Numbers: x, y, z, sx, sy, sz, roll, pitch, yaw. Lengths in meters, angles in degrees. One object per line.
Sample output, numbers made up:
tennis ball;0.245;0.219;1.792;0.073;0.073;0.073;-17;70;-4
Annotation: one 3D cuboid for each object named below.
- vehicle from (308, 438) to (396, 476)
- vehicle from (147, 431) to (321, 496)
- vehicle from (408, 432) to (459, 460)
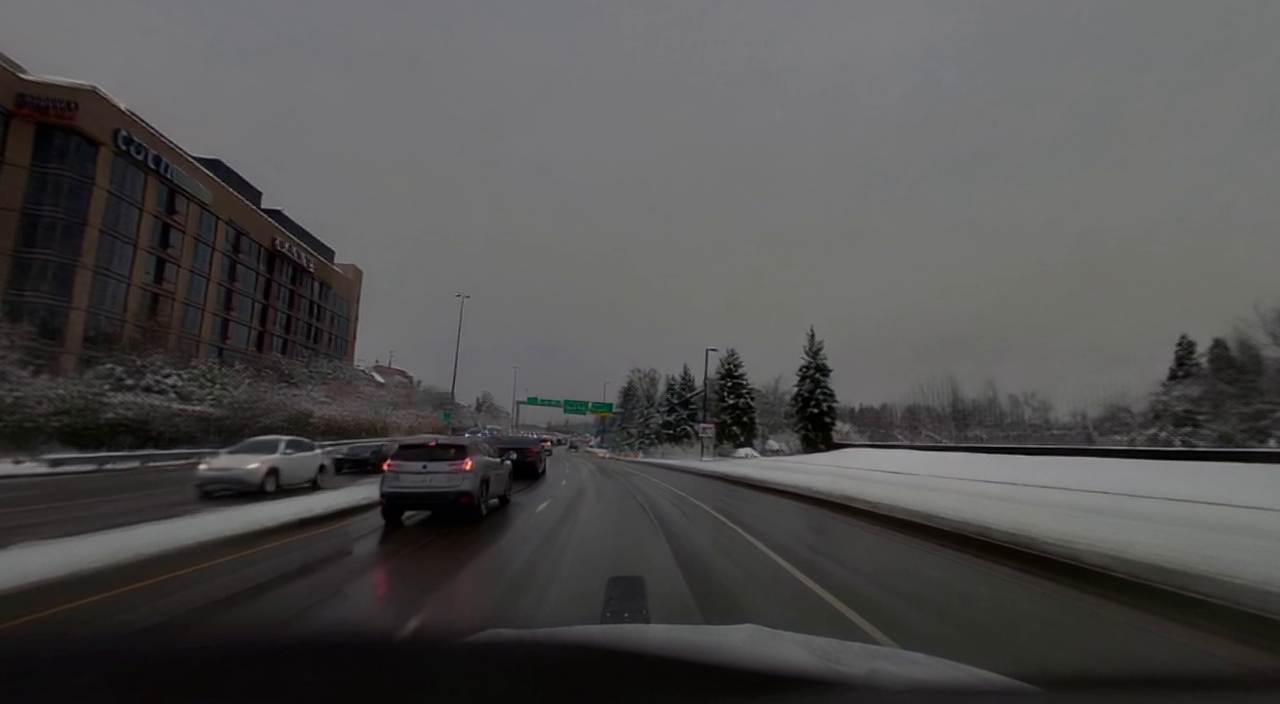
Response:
vehicle;-12.015;4.391;26.630;1.950;1.437;4.326;0;-8;-5
vehicle;-10.813;2.993;17.288;1.957;1.514;4.528;0;-8;-3
vehicle;-13.398;6.145;41.234;2.078;1.664;4.595;0;-8;-4
